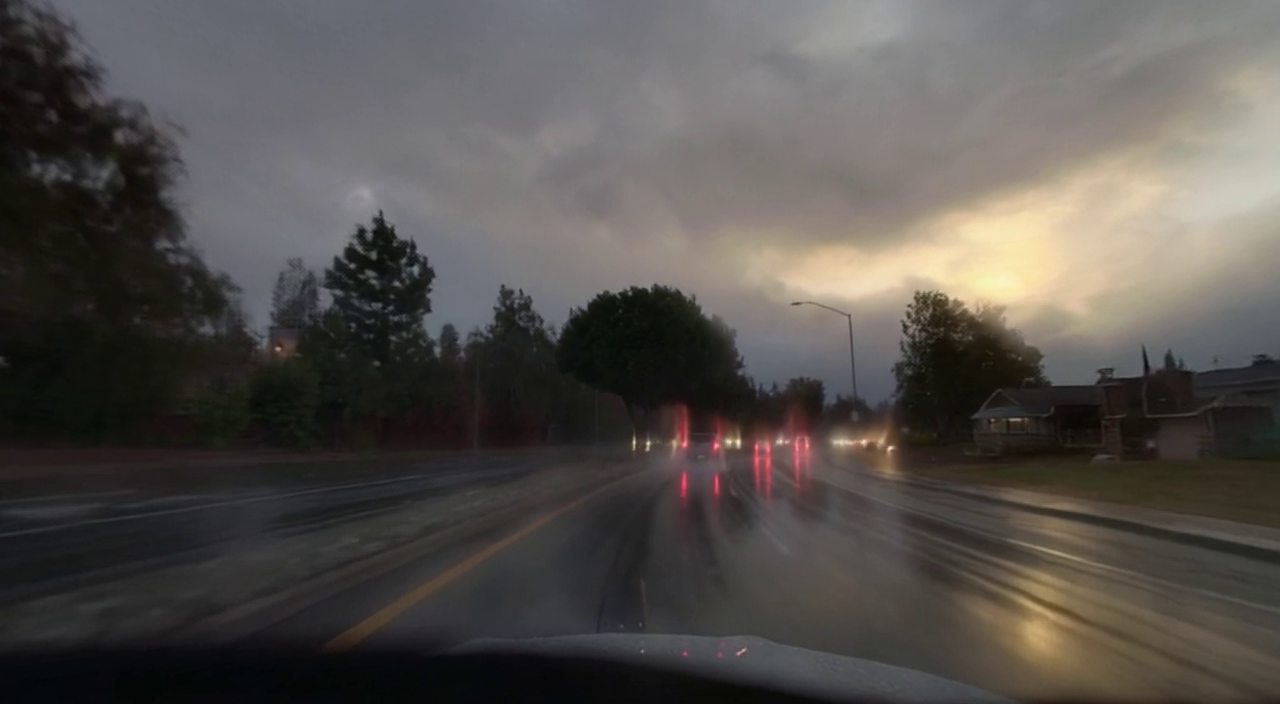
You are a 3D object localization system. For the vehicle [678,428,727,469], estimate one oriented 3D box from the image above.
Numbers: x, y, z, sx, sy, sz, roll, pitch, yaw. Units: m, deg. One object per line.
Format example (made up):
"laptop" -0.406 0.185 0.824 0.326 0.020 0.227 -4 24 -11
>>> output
"vehicle" 3.365 5.041 32.999 2.072 2.002 4.391 -1 -8 12
